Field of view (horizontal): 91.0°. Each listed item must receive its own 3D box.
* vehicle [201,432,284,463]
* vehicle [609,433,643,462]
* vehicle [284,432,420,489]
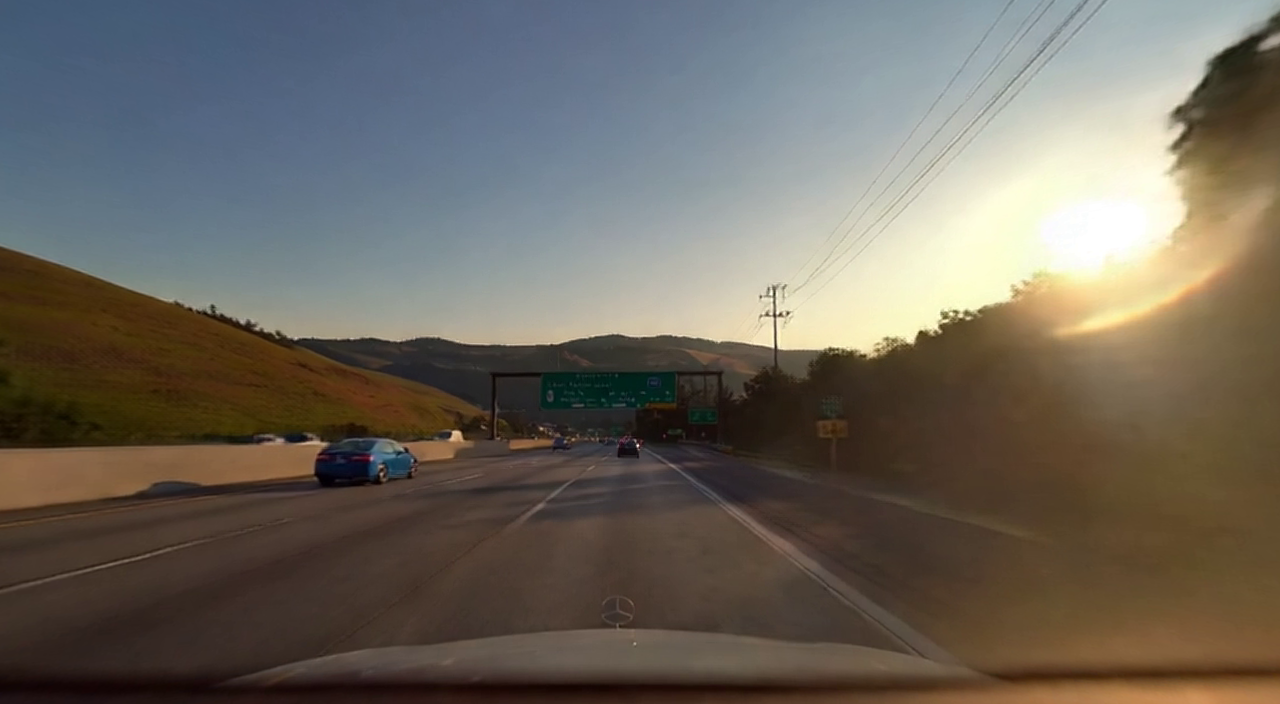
[{"bbox_3d":[-19.922,4.810,31.740,1.719,1.443,3.746,0,-8,0],"label":"vehicle"},{"bbox_3d":[-0.900,5.978,39.702,2.040,1.715,3.906,0,-8,-1],"label":"vehicle"},{"bbox_3d":[-8.316,3.154,18.722,2.047,1.486,4.306,0,-8,-1],"label":"vehicle"}]
